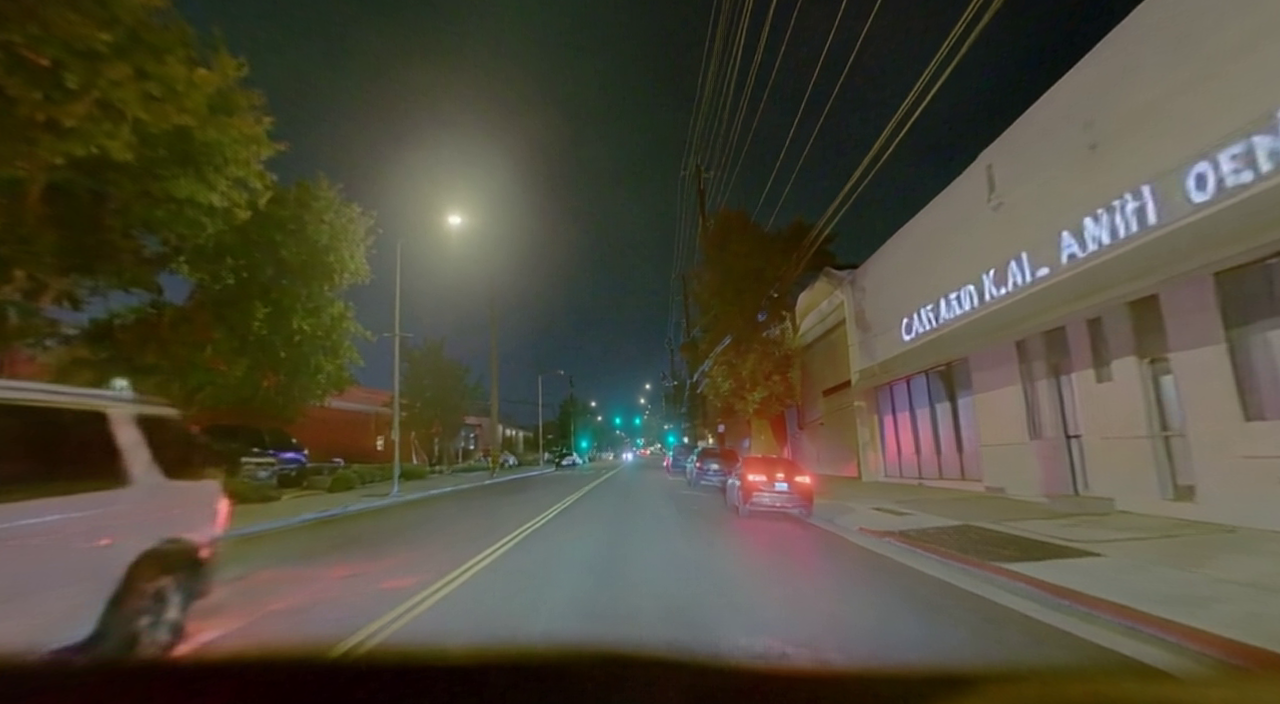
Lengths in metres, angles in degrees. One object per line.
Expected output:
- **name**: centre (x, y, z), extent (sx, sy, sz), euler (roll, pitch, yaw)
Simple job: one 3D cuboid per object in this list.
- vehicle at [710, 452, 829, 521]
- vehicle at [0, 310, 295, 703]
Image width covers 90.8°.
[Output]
- **vehicle**: centre (2.923, 3.112, 15.177), extent (1.877, 1.373, 3.854), euler (0, -8, -3)
- **vehicle**: centre (-4.018, 0.788, 2.544), extent (2.495, 1.966, 4.846), euler (0, -8, 0)
